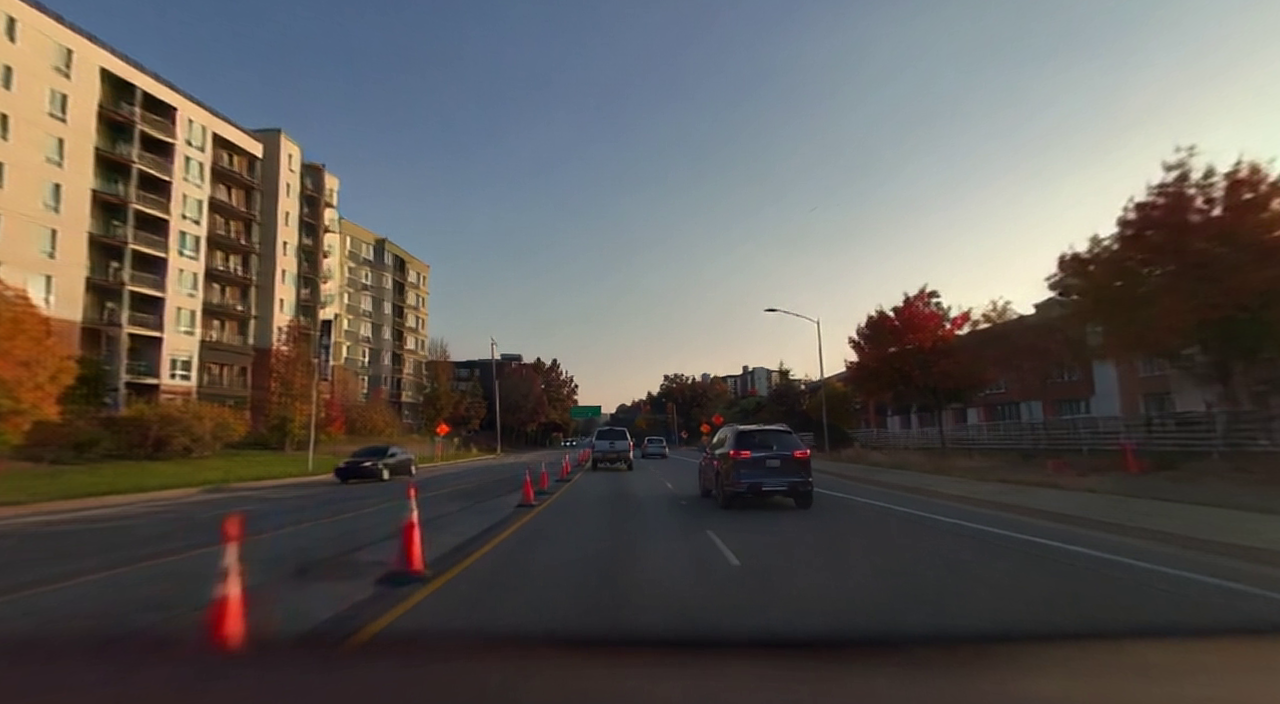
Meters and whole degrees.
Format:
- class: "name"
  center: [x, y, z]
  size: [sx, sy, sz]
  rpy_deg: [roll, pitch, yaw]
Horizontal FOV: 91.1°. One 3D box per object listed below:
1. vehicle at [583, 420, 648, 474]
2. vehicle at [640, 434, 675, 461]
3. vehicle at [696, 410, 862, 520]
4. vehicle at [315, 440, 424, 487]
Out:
- class: "vehicle"
  center: [-1.173, 4.563, 30.255]
  size: [2.762, 2.309, 6.723]
  rpy_deg: [0, -8, -2]
- class: "vehicle"
  center: [1.230, 7.131, 46.911]
  size: [2.187, 1.835, 5.471]
  rpy_deg: [1, -8, -3]
- class: "vehicle"
  center: [2.590, 2.307, 13.369]
  size: [2.120, 1.828, 5.531]
  rpy_deg: [0, -8, -2]
- class: "vehicle"
  center: [-9.639, 3.992, 22.820]
  size: [1.997, 1.512, 4.322]
  rpy_deg: [0, -8, 0]
